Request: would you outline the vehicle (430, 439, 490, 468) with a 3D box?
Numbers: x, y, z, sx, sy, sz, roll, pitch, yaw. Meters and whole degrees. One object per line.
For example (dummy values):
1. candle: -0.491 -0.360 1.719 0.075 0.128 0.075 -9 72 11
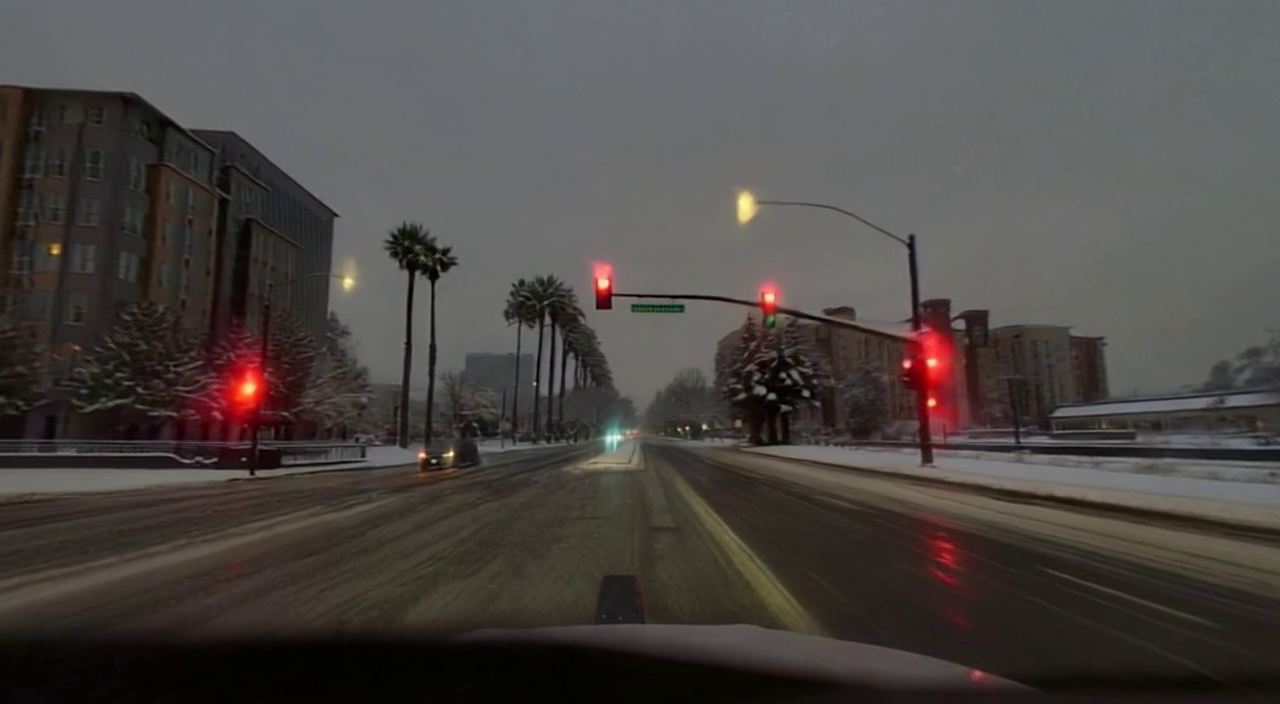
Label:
1. vehicle: -9.912 5.599 35.112 2.149 1.477 4.186 0 -8 -1
